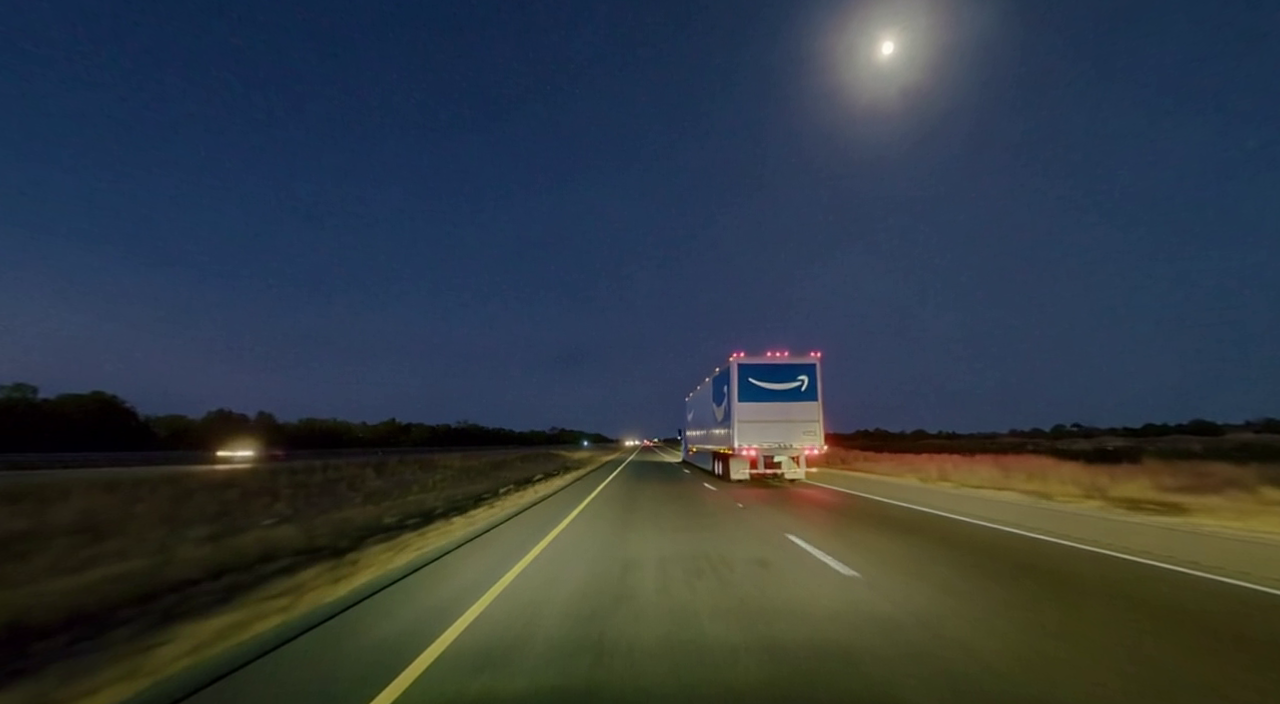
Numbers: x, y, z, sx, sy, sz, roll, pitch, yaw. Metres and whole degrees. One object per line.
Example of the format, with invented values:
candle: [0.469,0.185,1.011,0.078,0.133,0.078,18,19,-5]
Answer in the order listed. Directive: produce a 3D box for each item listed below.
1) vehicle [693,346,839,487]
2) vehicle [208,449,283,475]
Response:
vehicle: [4.563,3.167,27.716,3.190,4.365,16.625,0,-8,1]
vehicle: [-28.441,7.930,45.483,2.216,1.758,4.974,0,-8,0]
